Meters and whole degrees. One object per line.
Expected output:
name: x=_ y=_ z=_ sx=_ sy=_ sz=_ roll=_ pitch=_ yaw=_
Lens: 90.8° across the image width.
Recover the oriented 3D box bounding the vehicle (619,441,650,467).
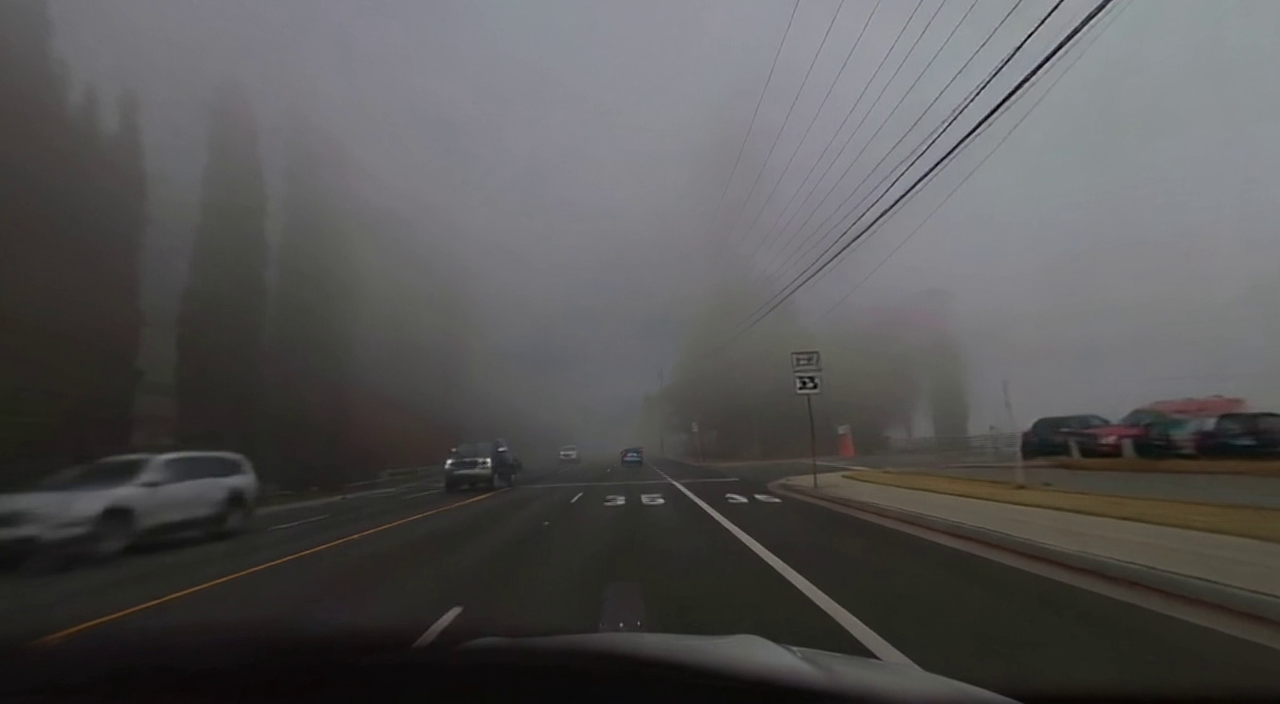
vehicle: x=-0.403 y=7.398 z=45.957 sx=2.163 sy=1.746 sz=4.073 roll=0 pitch=-8 yaw=-1

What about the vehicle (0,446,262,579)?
vehicle: x=-8.972 y=2.527 z=10.917 sx=1.988 sy=1.744 sz=4.687 roll=-1 pitch=-8 yaw=0

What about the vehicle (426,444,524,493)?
vehicle: x=-6.365 y=4.533 z=25.200 sx=2.305 sy=1.685 sz=5.690 roll=-1 pitch=-8 yaw=1
